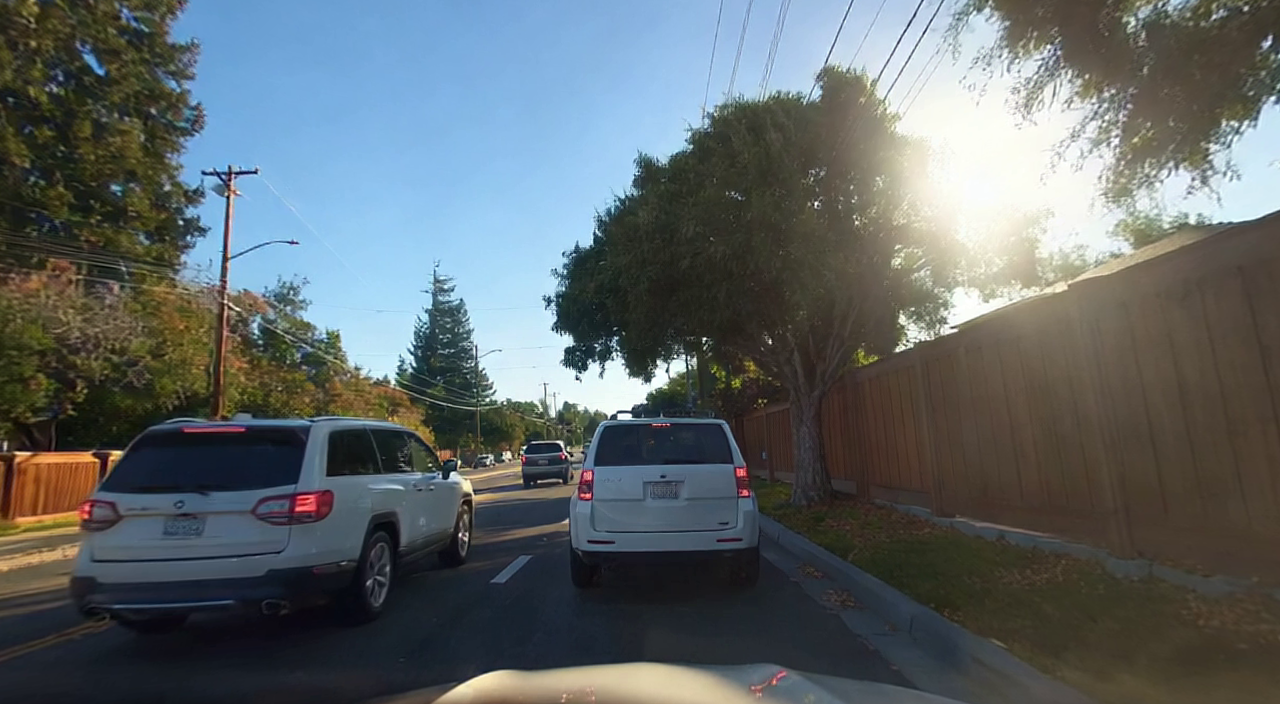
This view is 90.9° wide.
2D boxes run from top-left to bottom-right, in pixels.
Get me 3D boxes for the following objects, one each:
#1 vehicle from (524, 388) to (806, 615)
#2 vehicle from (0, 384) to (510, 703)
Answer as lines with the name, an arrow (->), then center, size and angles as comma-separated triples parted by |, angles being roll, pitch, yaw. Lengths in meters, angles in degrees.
vehicle -> 0.181, 1.467, 7.028 | 2.174, 1.749, 4.113 | 0, -9, 0
vehicle -> -2.779, 1.334, 5.485 | 2.176, 1.653, 4.666 | 0, -9, 2
